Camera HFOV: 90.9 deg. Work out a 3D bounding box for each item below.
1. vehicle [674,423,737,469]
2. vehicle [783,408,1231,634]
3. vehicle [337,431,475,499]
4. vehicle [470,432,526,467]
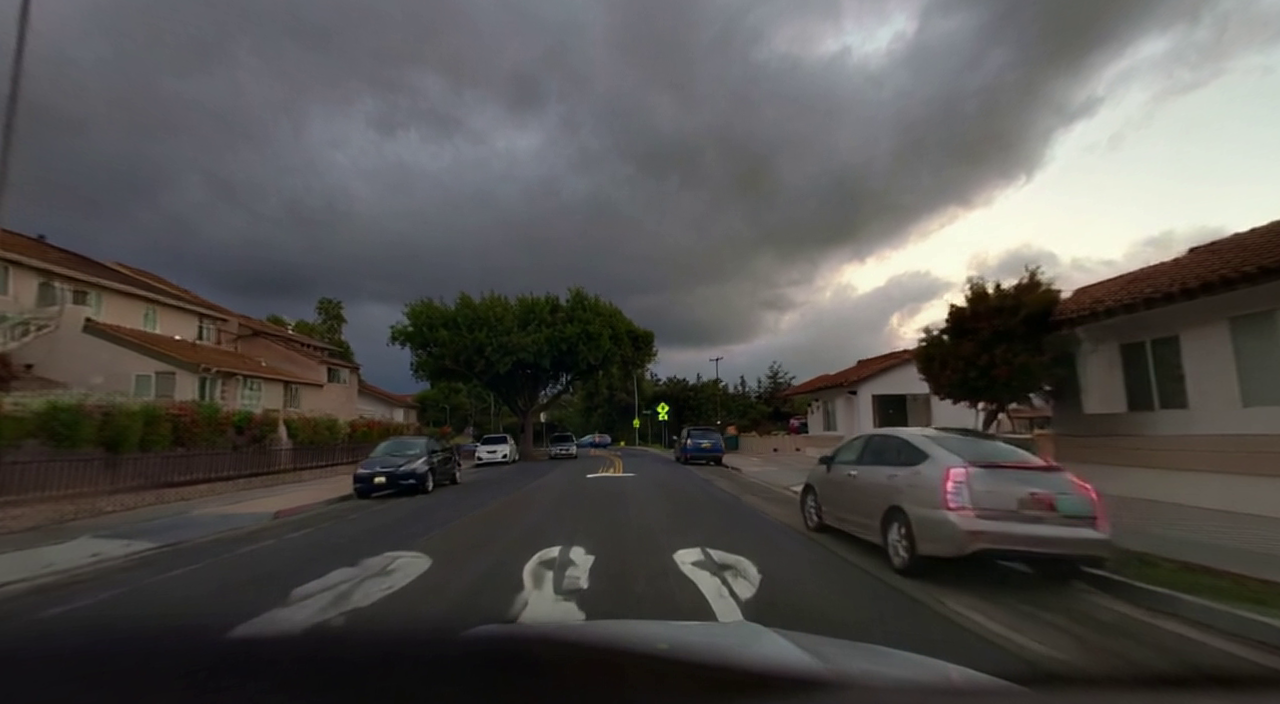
[{"bbox_3d":[2.508,3.744,25.366,1.997,1.663,4.544,0,-8,-1],"label":"vehicle"},{"bbox_3d":[3.178,1.489,6.969,1.875,1.568,4.899,0,-7,-2],"label":"vehicle"},{"bbox_3d":[-6.022,2.917,17.039,1.972,1.502,5.530,0,-8,-4],"label":"vehicle"},{"bbox_3d":[-6.599,4.551,29.665,1.842,1.540,3.704,0,-8,-2],"label":"vehicle"}]
